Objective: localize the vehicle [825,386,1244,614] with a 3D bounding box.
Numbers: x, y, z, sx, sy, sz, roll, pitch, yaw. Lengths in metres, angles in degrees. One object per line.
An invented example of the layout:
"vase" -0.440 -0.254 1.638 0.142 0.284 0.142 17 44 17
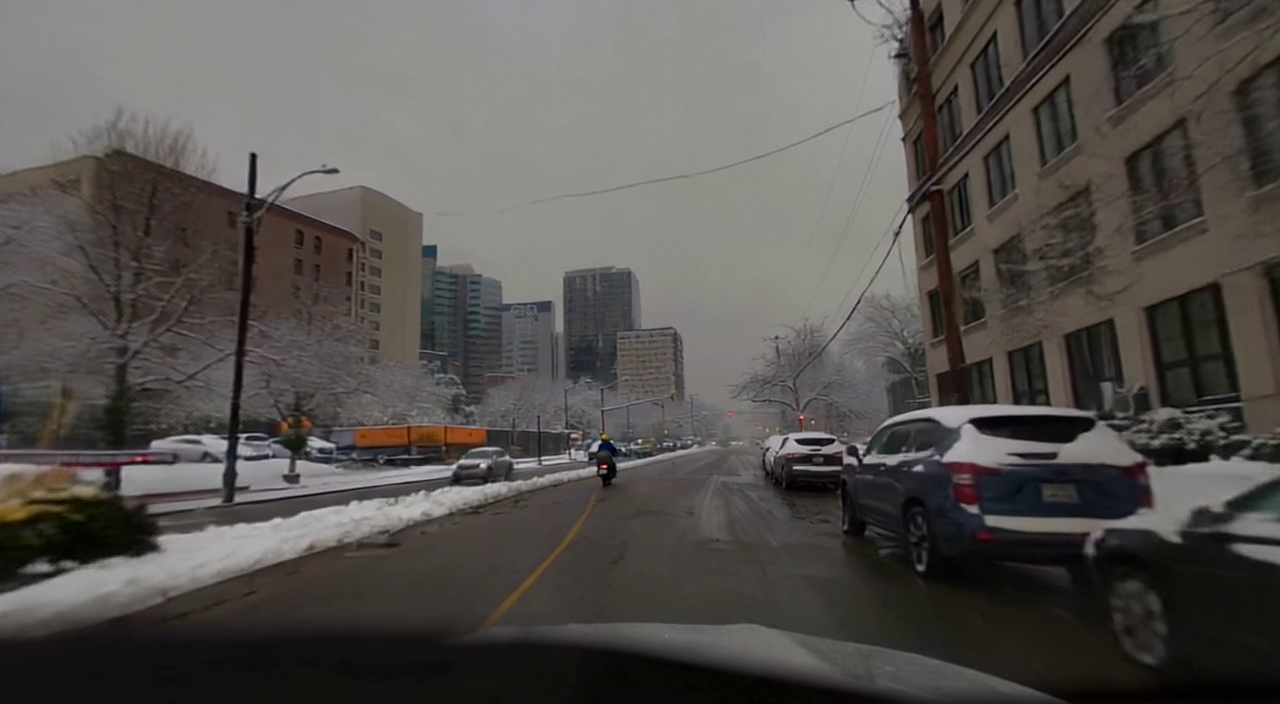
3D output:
"vehicle" 3.978 1.572 7.841 2.171 1.832 5.180 -1 -8 5

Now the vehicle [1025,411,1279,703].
"vehicle" 3.727 0.930 2.298 1.826 1.469 4.608 0 -8 1

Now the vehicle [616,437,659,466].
"vehicle" -0.074 5.912 37.661 1.925 1.602 4.090 -2 -8 9

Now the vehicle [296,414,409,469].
"vehicle" -19.861 6.246 44.473 3.283 3.441 8.669 -2 -8 5

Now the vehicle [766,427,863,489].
"vehicle" 5.722 3.538 21.486 2.387 1.820 5.286 -1 -8 7

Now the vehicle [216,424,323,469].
"vehicle" -26.033 6.674 44.822 2.933 2.907 6.416 -2 -8 10

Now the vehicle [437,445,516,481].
"vehicle" -7.614 5.184 29.924 1.905 1.536 4.714 -1 -8 8

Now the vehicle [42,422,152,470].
"vehicle" -42.417 7.387 49.780 3.045 3.446 8.002 2 -8 -14

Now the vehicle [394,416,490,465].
"vehicle" -13.867 6.376 45.361 2.990 3.144 9.080 -1 -8 7
